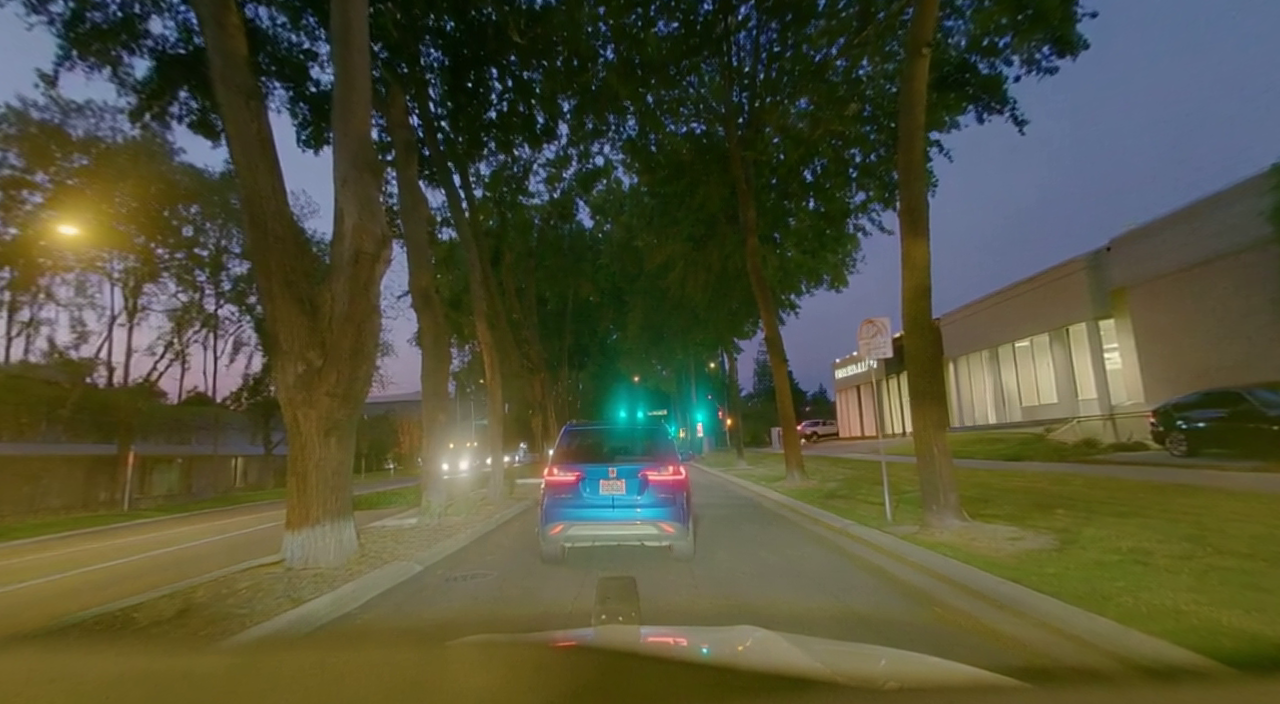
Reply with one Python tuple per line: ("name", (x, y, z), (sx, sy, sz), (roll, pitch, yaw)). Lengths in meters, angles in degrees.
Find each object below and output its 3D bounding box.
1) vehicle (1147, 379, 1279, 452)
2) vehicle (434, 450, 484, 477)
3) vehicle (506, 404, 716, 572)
("vehicle", (13.849, 1.381, 13.516), (4.270, 1.486, 2.042), (-5, -10, 28))
("vehicle", (-12.214, 7.520, 42.875), (1.971, 1.718, 4.539), (0, -8, 1))
("vehicle", (-0.266, 1.686, 8.492), (2.136, 1.703, 3.910), (0, -8, 1))
